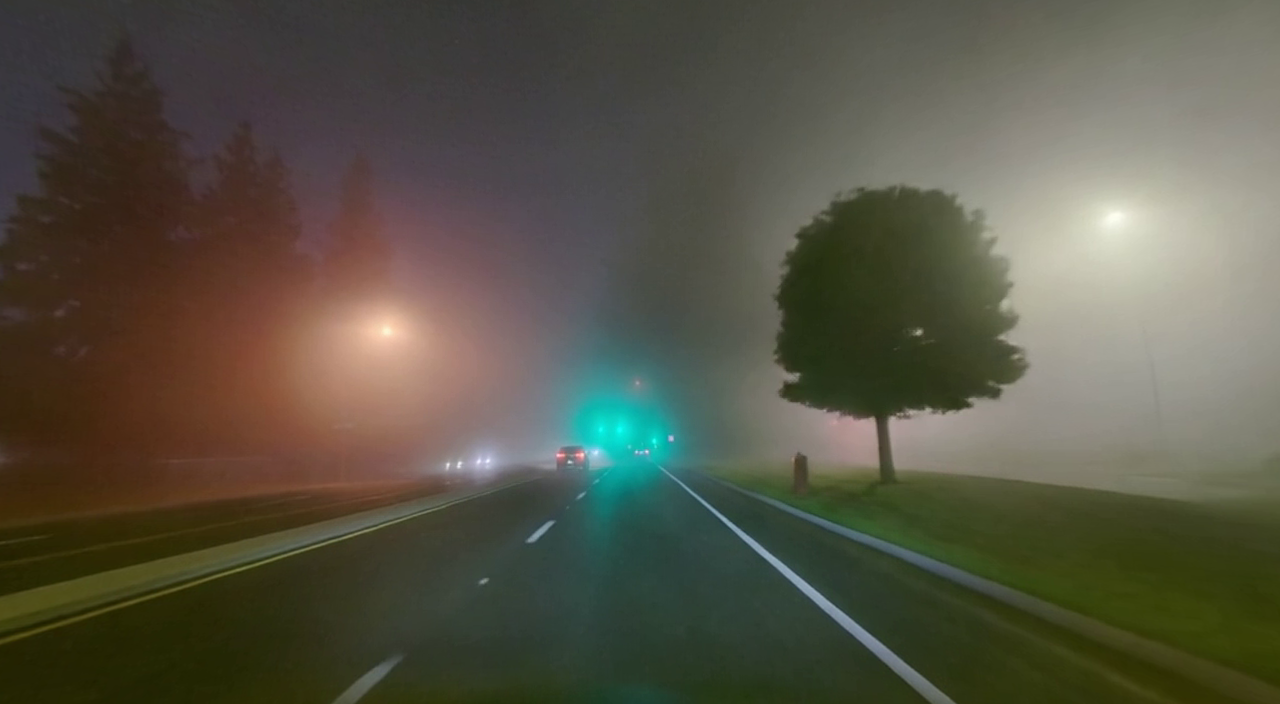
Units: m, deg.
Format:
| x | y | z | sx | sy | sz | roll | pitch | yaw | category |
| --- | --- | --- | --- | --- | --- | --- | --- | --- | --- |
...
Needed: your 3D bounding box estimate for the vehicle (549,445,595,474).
| x | y | z | sx | sy | sz | roll | pitch | yaw | category |
| --- | --- | --- | --- | --- | --- | --- | --- | --- | --- |
| -3.567 | 5.685 | 33.711 | 1.992 | 1.447 | 4.044 | 0 | -8 | 0 | vehicle |
